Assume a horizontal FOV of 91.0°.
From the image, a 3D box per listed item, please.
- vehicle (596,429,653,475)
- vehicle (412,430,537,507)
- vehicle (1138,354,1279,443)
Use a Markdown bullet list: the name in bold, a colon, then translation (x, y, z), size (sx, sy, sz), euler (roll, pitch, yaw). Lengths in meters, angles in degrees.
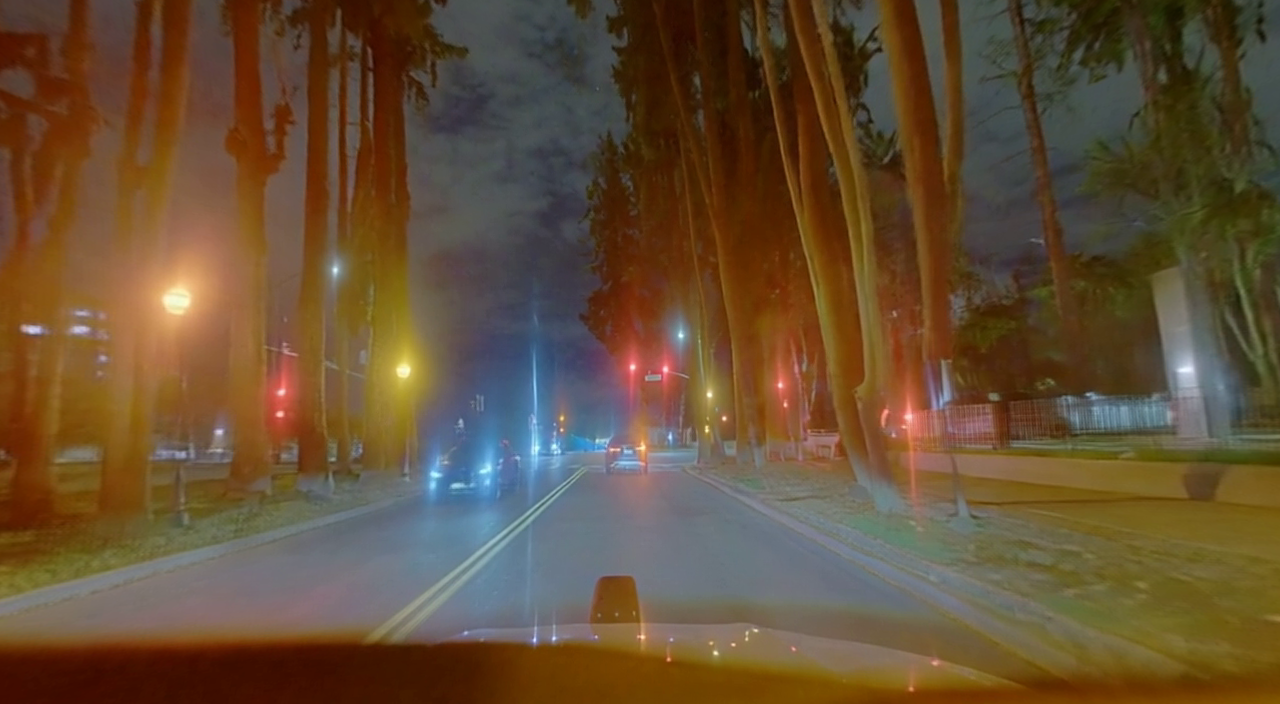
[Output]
- **vehicle**: translation (-0.568, 3.989, 25.424), size (2.142, 1.686, 3.816), euler (0, -8, 0)
- **vehicle**: translation (-3.863, 2.763, 15.482), size (2.057, 1.613, 4.062), euler (0, -8, -1)
- **vehicle**: translation (12.089, 0.894, 11.617), size (4.068, 1.525, 1.859), euler (-1, -8, 5)
